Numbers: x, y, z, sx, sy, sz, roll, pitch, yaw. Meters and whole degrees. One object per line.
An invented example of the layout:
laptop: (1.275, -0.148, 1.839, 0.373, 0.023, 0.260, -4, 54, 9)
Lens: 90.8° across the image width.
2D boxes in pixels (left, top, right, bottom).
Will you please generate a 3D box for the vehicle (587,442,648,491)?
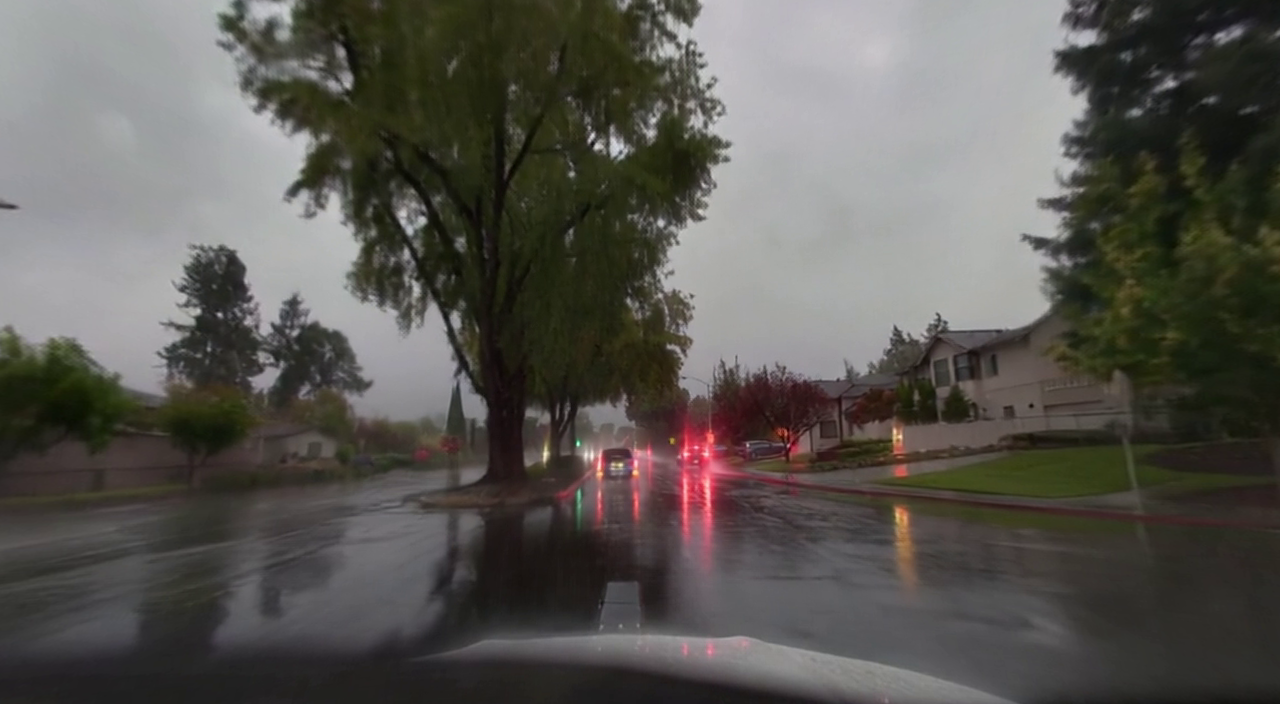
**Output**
vehicle: (-0.814, 4.219, 23.640, 2.106, 1.655, 3.717, 0, -8, -1)

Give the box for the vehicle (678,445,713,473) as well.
vehicle: (3.729, 7.205, 42.953, 2.045, 1.776, 4.851, 0, -8, 1)
